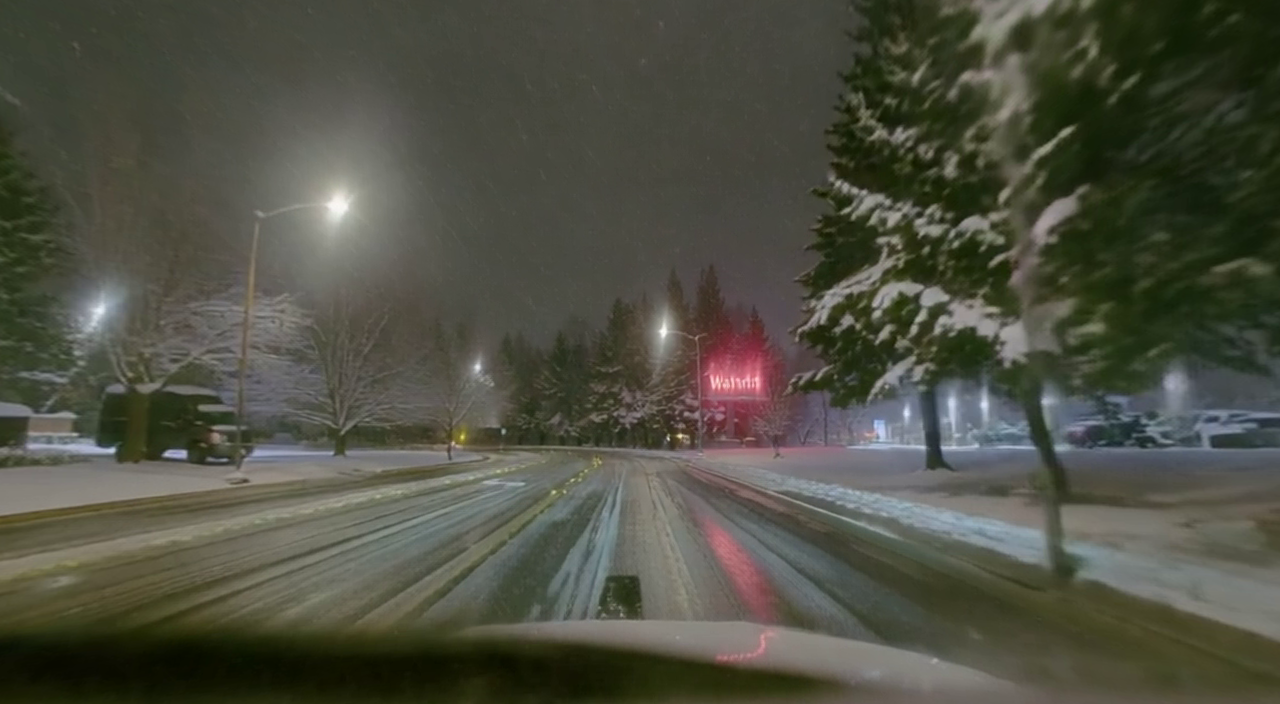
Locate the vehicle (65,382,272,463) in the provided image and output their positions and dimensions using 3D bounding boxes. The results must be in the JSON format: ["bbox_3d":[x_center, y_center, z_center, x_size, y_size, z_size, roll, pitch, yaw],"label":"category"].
[{"bbox_3d":[-19.840,3.012,26.894,6.595,3.267,2.535,0,-8,0],"label":"vehicle"}]
